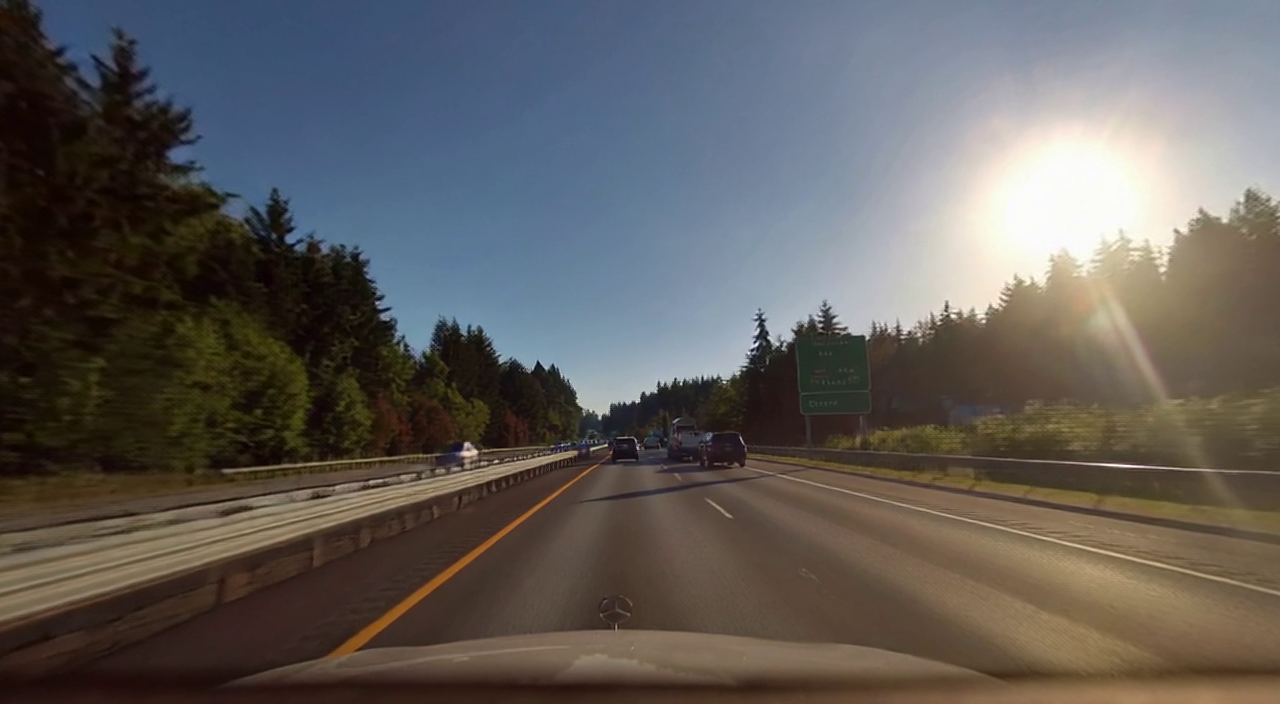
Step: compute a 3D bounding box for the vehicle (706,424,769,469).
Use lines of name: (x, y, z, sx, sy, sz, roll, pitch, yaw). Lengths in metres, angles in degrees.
vehicle: (4.354, 4.294, 28.911, 2.073, 1.905, 4.023, 0, -8, -3)

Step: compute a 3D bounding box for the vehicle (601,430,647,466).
vehicle: (-0.795, 4.827, 32.031, 2.206, 1.681, 4.111, 0, -8, -1)

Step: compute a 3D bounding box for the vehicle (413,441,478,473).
vehicle: (-9.636, 5.208, 31.620, 1.874, 1.441, 4.450, 0, -8, 0)

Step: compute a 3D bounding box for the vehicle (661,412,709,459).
vehicle: (3.098, 6.001, 45.266, 2.728, 3.053, 7.708, 0, -8, -1)
